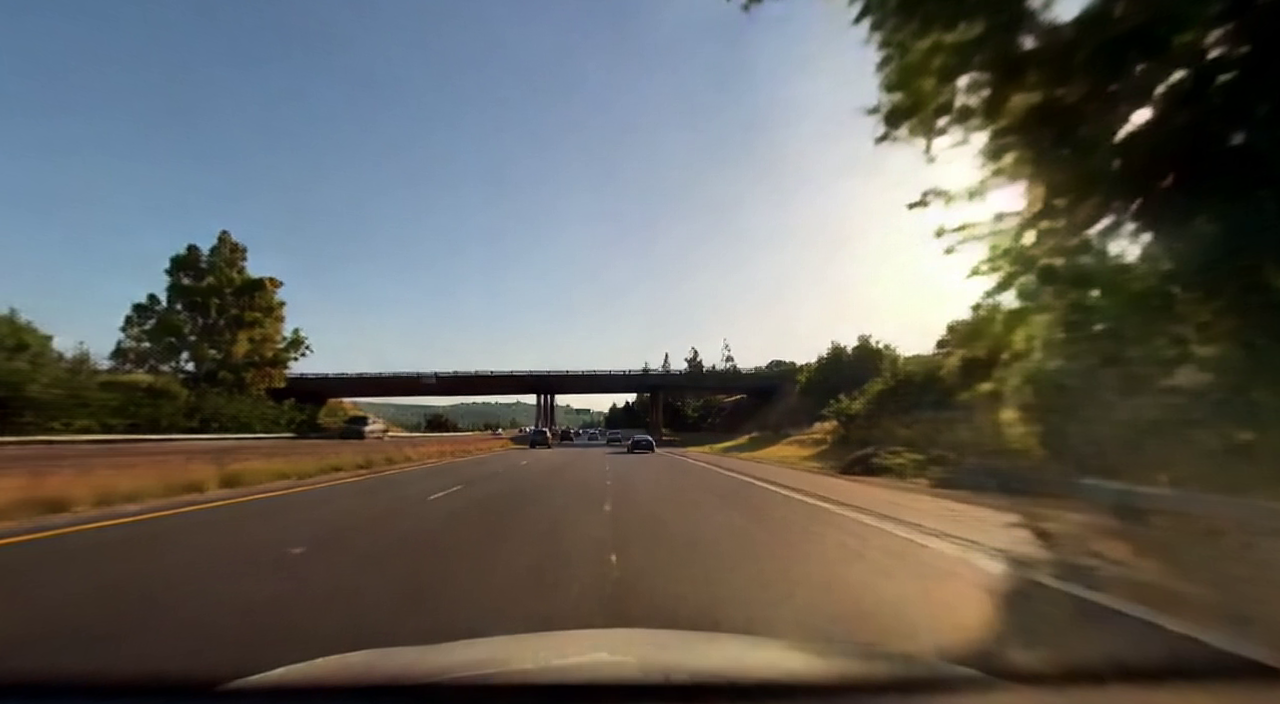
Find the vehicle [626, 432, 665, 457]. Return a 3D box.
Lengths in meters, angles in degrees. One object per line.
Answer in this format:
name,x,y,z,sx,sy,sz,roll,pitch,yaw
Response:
vehicle,0.266,5.353,36.608,1.999,1.329,3.913,1,-8,-4

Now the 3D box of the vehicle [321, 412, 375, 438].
vehicle,-16.849,4.244,36.390,1.673,1.397,3.336,1,-8,-3
